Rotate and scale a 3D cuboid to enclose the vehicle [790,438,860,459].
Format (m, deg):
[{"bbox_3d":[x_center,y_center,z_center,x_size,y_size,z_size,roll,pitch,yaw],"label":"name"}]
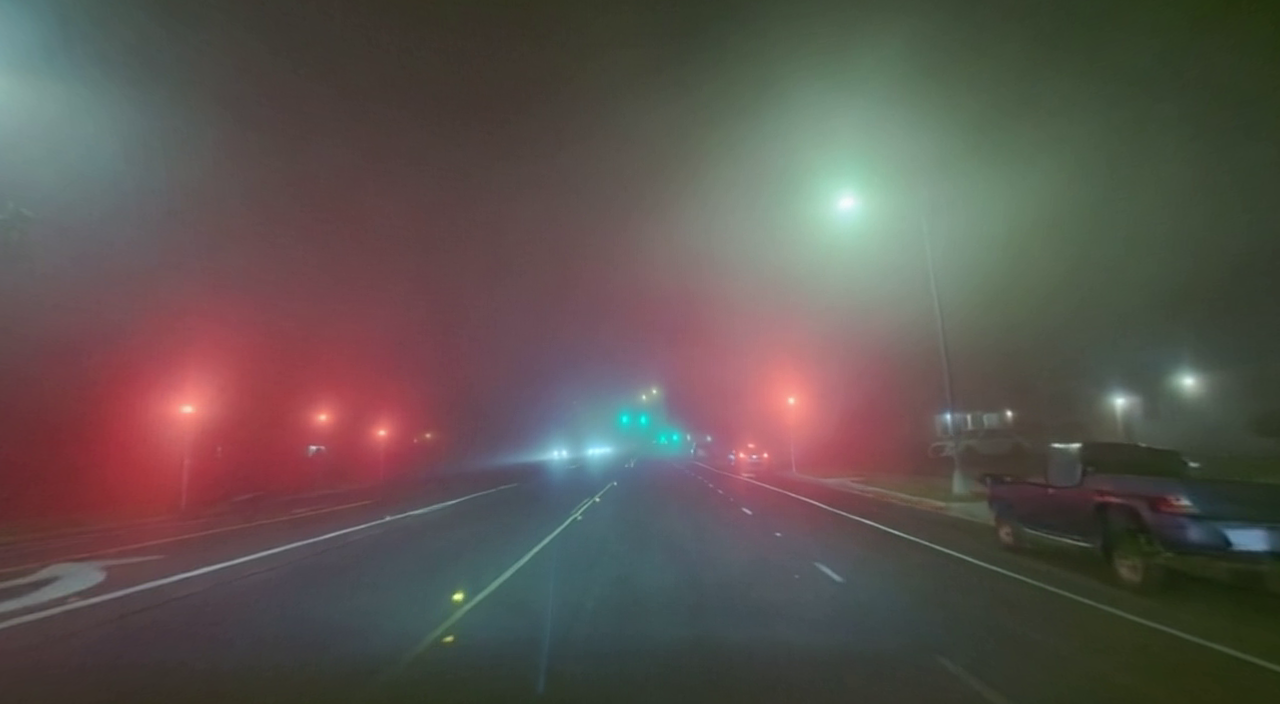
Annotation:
[{"bbox_3d":[13.175,6.872,45.084,4.461,1.461,1.805,0,-8,0],"label":"vehicle"}]

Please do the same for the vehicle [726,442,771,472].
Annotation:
[{"bbox_3d":[5.947,5.797,35.089,1.855,1.520,4.808,0,-8,2],"label":"vehicle"}]

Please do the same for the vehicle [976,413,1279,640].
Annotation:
[{"bbox_3d":[5.490,1.509,6.415,1.950,1.567,4.083,0,-8,2],"label":"vehicle"}]
